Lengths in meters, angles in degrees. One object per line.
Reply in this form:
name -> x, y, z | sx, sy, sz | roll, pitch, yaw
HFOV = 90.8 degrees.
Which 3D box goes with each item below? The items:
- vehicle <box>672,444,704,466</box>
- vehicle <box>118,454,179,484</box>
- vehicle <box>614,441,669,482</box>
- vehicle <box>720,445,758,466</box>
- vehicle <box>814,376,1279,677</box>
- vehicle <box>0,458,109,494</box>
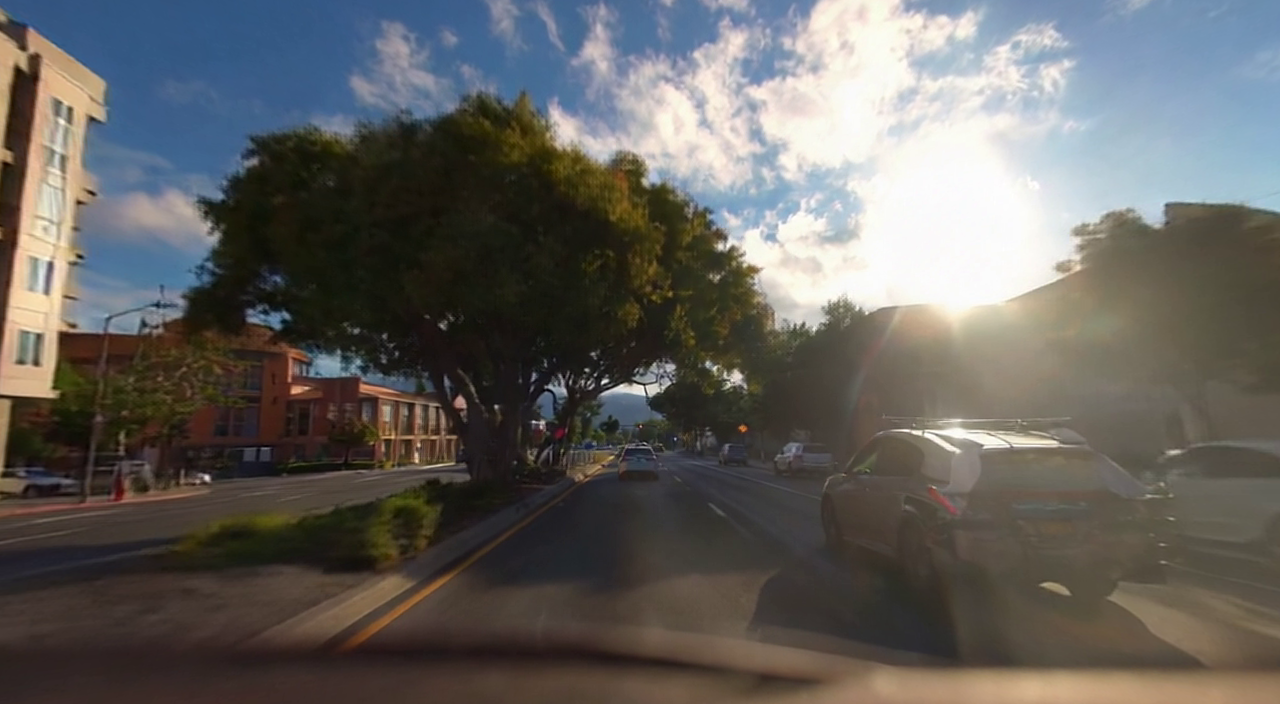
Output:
vehicle -> 3.380, 7.363, 45.442 | 1.910, 1.474, 4.003 | 0, -9, -1
vehicle -> -30.838, 7.285, 39.599 | 4.272, 1.704, 2.031 | -8, -11, 40
vehicle -> 0.031, 4.306, 25.059 | 2.006, 1.487, 3.535 | 0, -9, -1
vehicle -> 7.378, 7.738, 47.481 | 1.936, 1.516, 4.579 | 0, -9, -2
vehicle -> 3.164, 1.304, 5.738 | 1.949, 1.723, 4.020 | 0, -9, -1
vehicle -> -27.643, 5.652, 28.977 | 4.732, 1.497, 2.077 | -1, -9, 2
